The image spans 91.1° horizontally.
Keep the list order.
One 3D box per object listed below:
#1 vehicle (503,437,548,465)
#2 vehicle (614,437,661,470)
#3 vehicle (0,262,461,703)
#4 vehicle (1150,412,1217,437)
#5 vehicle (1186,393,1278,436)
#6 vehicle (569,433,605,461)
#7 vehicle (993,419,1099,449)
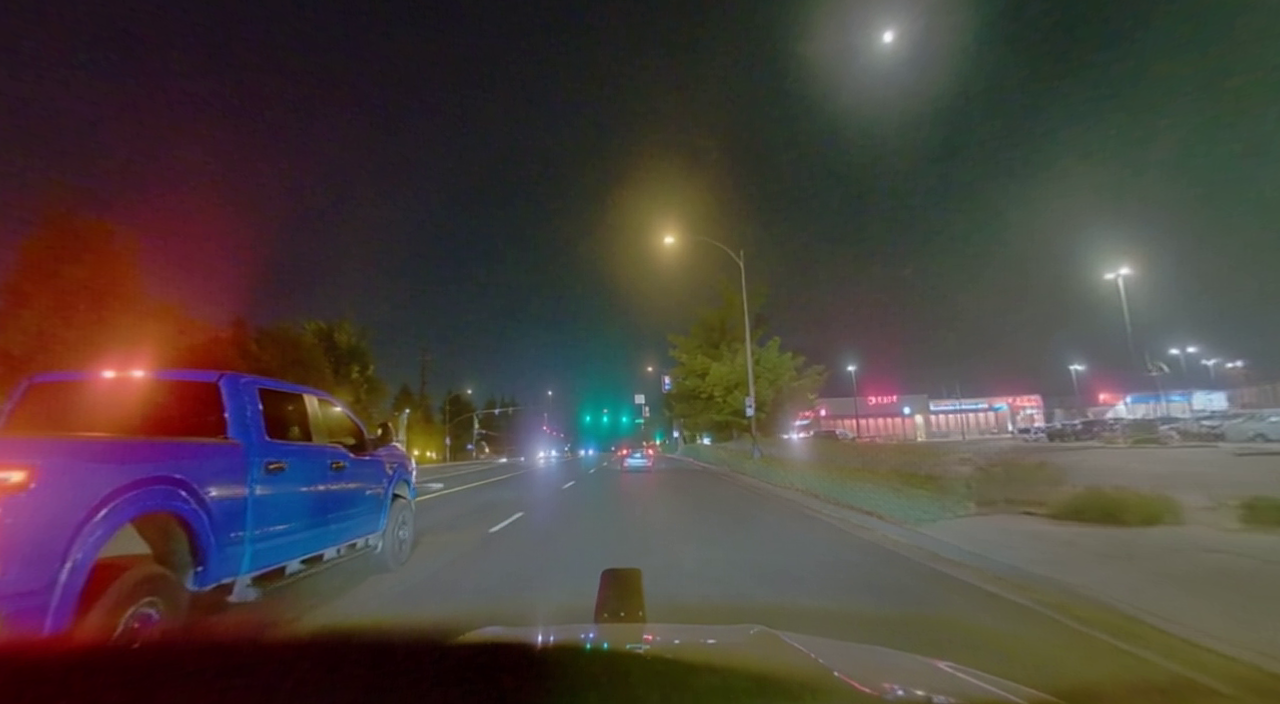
[{"bbox_3d":[-8.043,7.015,44.619,2.146,1.788,5.153,0,-8,1],"label":"vehicle"},{"bbox_3d":[-0.122,5.036,31.344,2.191,1.530,4.470,0,-8,0],"label":"vehicle"},{"bbox_3d":[-3.621,0.981,4.233,2.552,2.079,6.810,0,-8,2],"label":"vehicle"},{"bbox_3d":[39.676,5.341,45.813,4.665,1.645,2.163,5,-10,-30],"label":"vehicle"},{"bbox_3d":[34.785,3.702,36.854,5.297,2.323,2.378,3,-9,-31],"label":"vehicle"},{"bbox_3d":[-3.923,7.207,47.497,2.243,1.976,4.514,0,-8,1],"label":"vehicle"},{"bbox_3d":[22.751,4.666,35.426,4.767,1.443,1.978,-7,-11,28],"label":"vehicle"}]
